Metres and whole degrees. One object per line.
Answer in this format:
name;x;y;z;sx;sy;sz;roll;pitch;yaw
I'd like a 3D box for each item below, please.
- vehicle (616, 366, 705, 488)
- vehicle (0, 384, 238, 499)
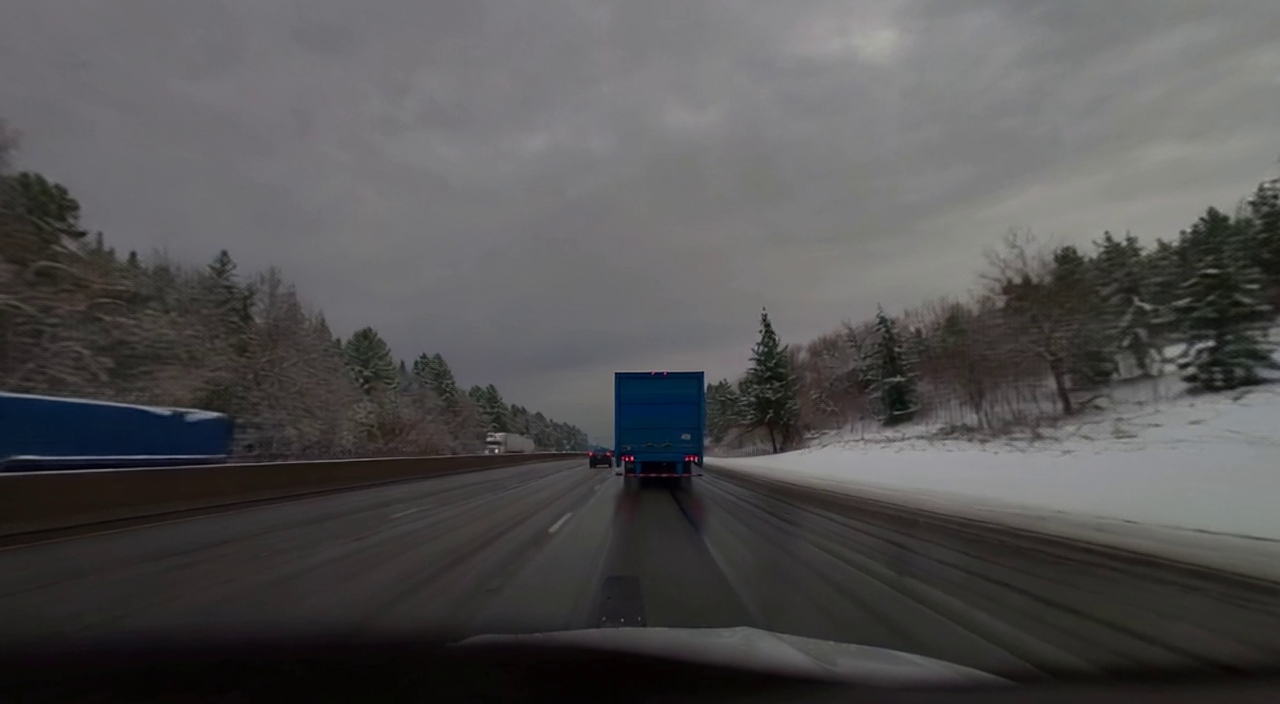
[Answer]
vehicle;0.624;3.222;25.741;2.898;3.973;10.063;0;-9;0
vehicle;-24.179;4.076;28.009;3.013;4.037;14.686;0;-9;0
